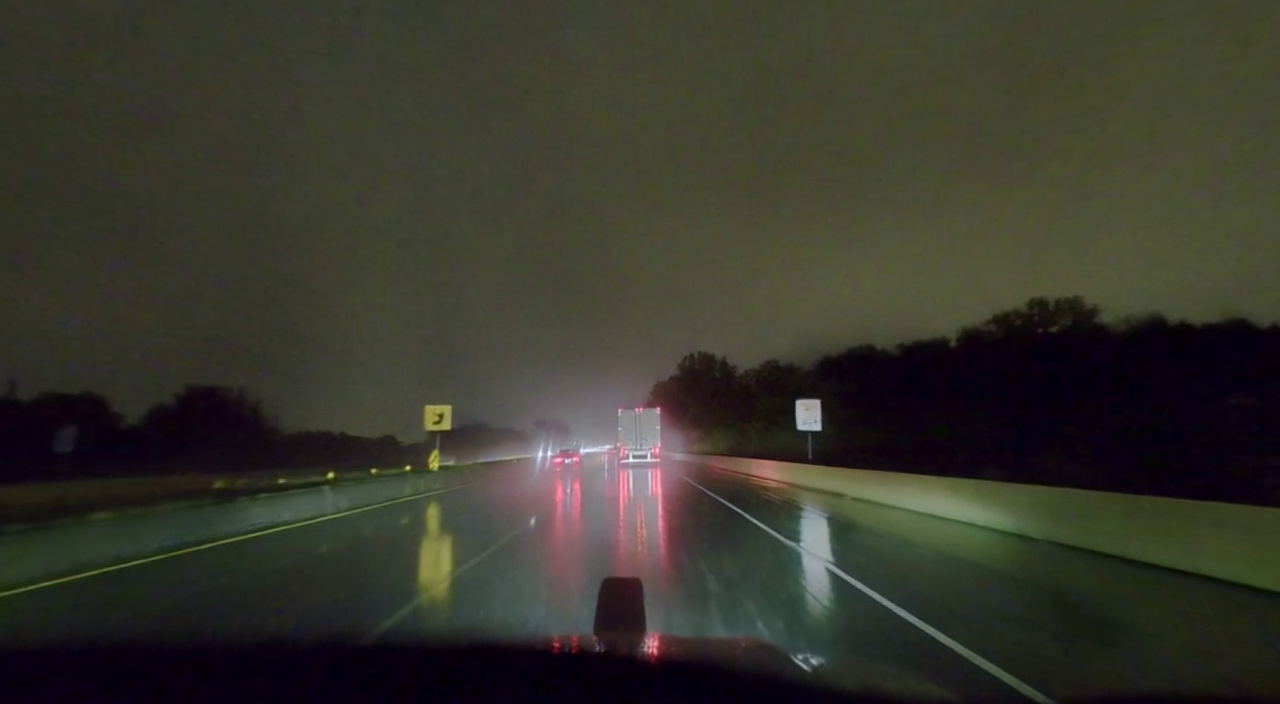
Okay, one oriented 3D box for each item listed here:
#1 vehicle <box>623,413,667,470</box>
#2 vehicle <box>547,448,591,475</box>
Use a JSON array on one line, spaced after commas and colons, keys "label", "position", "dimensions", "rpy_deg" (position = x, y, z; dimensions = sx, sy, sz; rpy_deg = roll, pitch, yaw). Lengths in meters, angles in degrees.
[{"label": "vehicle", "position": [0.199, 6.797, 47.680], "dimensions": [2.864, 3.805, 9.500], "rpy_deg": [0, -9, -3]}, {"label": "vehicle", "position": [-4.132, 6.468, 37.543], "dimensions": [2.053, 1.523, 4.450], "rpy_deg": [0, -9, 1]}]
